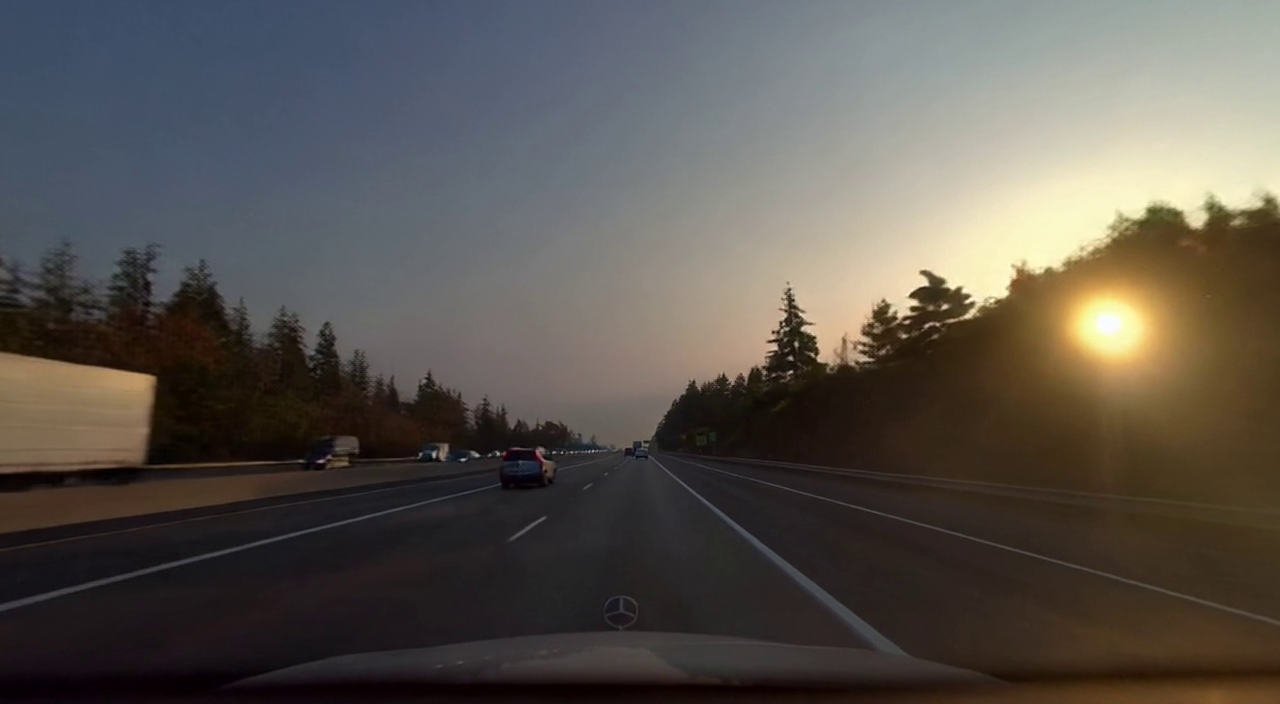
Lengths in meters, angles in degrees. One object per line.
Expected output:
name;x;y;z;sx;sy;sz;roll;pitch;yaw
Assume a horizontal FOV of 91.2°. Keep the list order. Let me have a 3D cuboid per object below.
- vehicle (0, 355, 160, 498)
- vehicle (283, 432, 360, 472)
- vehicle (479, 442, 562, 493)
vehicle;-19.839;1.994;16.995;2.892;4.074;13.567;0;-9;0
vehicle;-23.010;7.275;45.603;2.438;2.716;5.506;0;-9;2
vehicle;-3.809;3.763;20.709;1.933;1.497;3.973;0;-9;1
